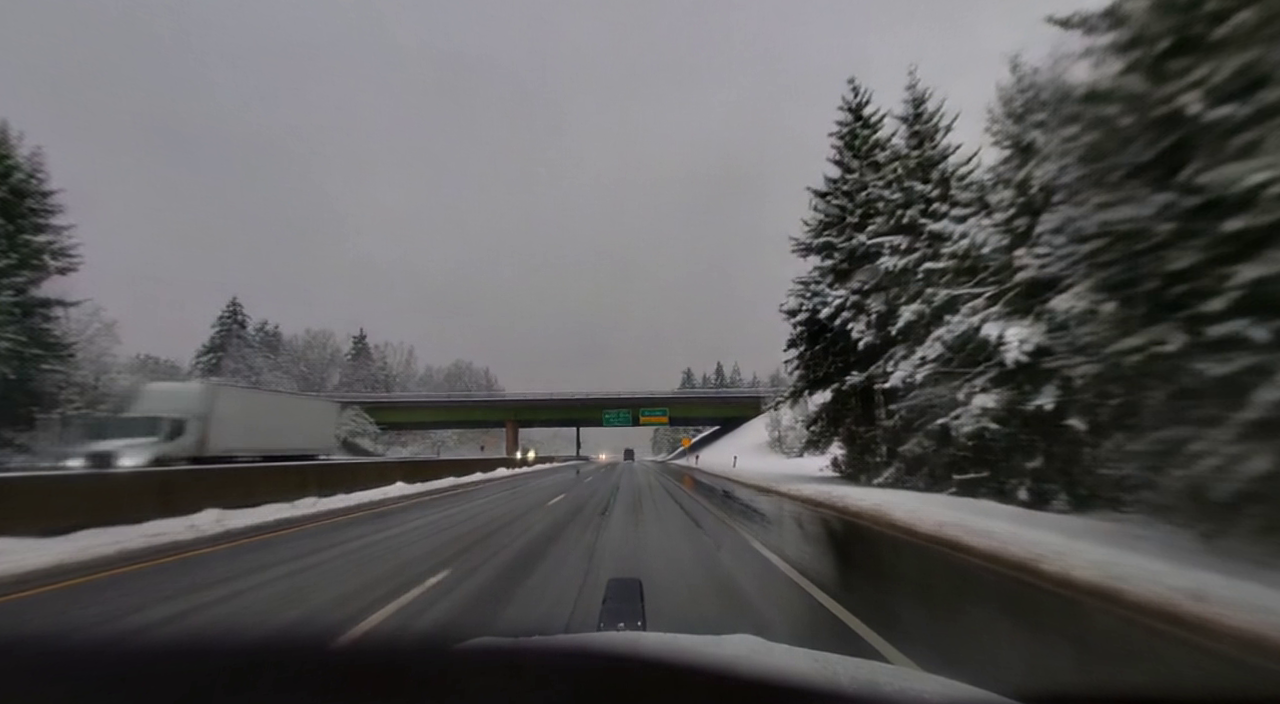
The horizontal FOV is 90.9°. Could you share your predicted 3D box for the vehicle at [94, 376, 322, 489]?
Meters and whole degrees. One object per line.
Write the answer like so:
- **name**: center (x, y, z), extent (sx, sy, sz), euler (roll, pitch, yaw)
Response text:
- **vehicle**: center (-16.508, 3.320, 25.210), extent (3.181, 3.724, 8.274), euler (0, -9, 0)
